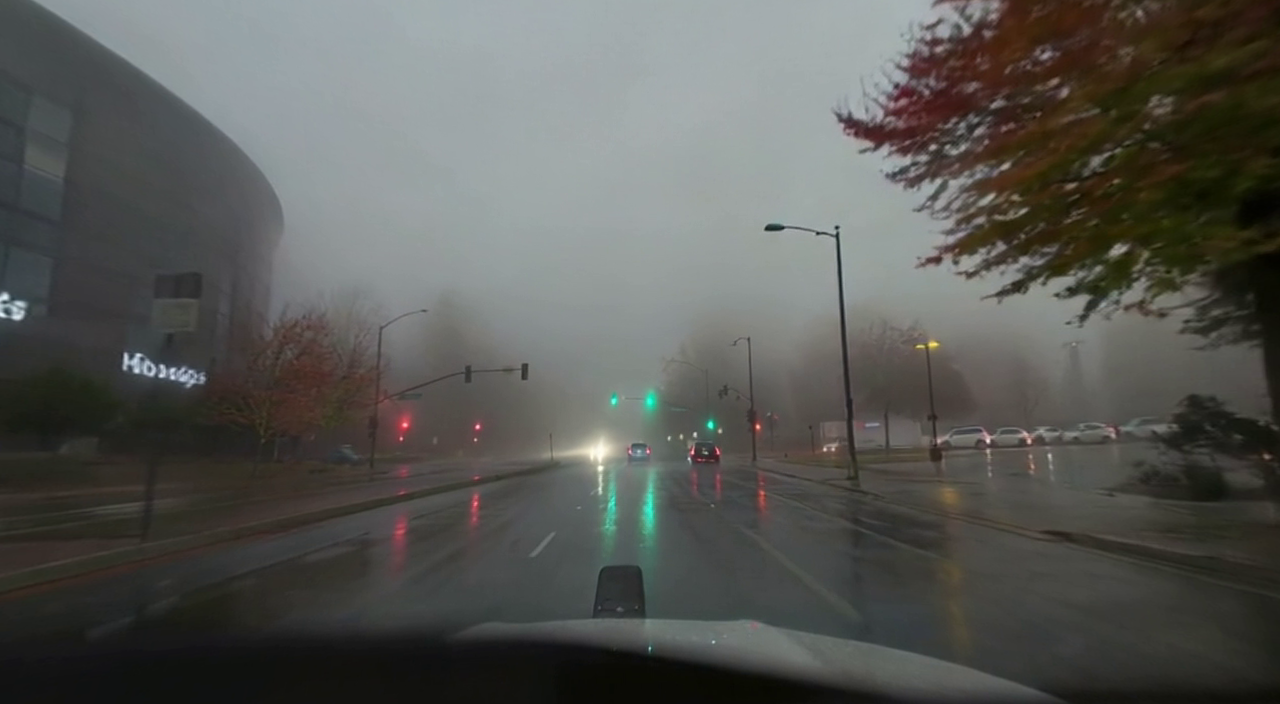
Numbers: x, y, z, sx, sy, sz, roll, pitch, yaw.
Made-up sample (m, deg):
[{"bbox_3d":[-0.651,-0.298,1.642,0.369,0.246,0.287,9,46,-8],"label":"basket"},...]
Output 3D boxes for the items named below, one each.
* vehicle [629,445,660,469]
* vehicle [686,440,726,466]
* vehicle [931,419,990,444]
[{"bbox_3d":[0.257,7.145,43.138,2.014,1.525,4.197,0,-9,-2],"label":"vehicle"},{"bbox_3d":[4.621,7.160,44.830,2.174,1.749,4.739,1,-9,-2],"label":"vehicle"},{"bbox_3d":[23.466,5.910,46.336,1.887,1.635,4.695,1,-10,0],"label":"vehicle"}]
